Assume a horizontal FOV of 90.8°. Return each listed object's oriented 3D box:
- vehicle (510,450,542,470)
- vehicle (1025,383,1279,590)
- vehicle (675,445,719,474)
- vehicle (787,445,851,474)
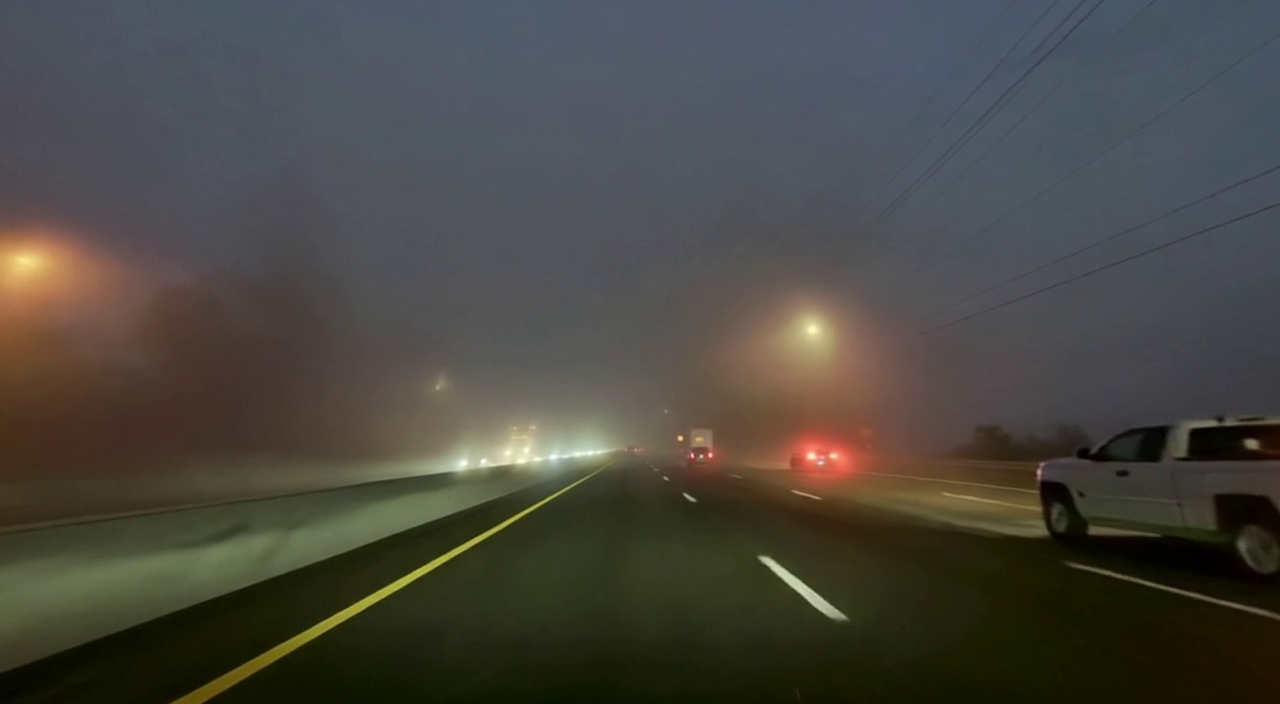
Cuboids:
[{"bbox_3d":[-8.938,8.450,49.677,1.798,1.465,3.431,0,-9,1],"label":"vehicle"},{"bbox_3d":[6.935,1.369,6.701,2.244,1.858,5.414,0,-9,0],"label":"vehicle"},{"bbox_3d":[3.214,6.162,36.446,2.018,1.600,4.121,0,-9,-2],"label":"vehicle"},{"bbox_3d":[10.107,6.102,36.030,1.987,1.502,5.130,0,-9,-2],"label":"vehicle"}]
